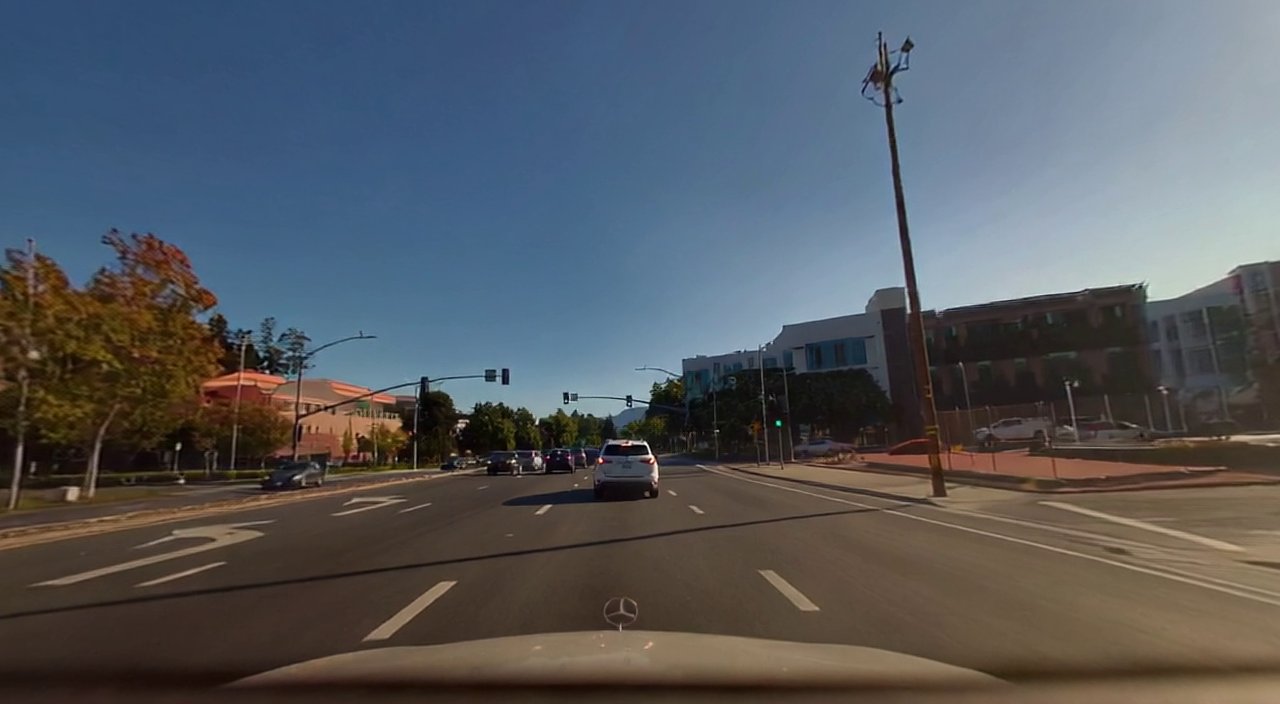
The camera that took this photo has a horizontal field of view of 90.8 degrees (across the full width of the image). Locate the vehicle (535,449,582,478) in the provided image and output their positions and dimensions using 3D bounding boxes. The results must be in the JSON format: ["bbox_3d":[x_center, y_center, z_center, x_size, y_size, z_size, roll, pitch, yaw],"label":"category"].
[{"bbox_3d":[-4.338,6.027,34.455,2.075,1.474,4.367,0,-8,-1],"label":"vehicle"}]

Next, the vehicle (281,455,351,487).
[{"bbox_3d":[-19.387,7.097,38.070,1.986,1.704,4.546,0,-8,-3],"label":"vehicle"}]

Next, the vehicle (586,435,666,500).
[{"bbox_3d":[-0.437,3.501,19.516,2.188,1.782,3.982,0,-8,-1],"label":"vehicle"}]
